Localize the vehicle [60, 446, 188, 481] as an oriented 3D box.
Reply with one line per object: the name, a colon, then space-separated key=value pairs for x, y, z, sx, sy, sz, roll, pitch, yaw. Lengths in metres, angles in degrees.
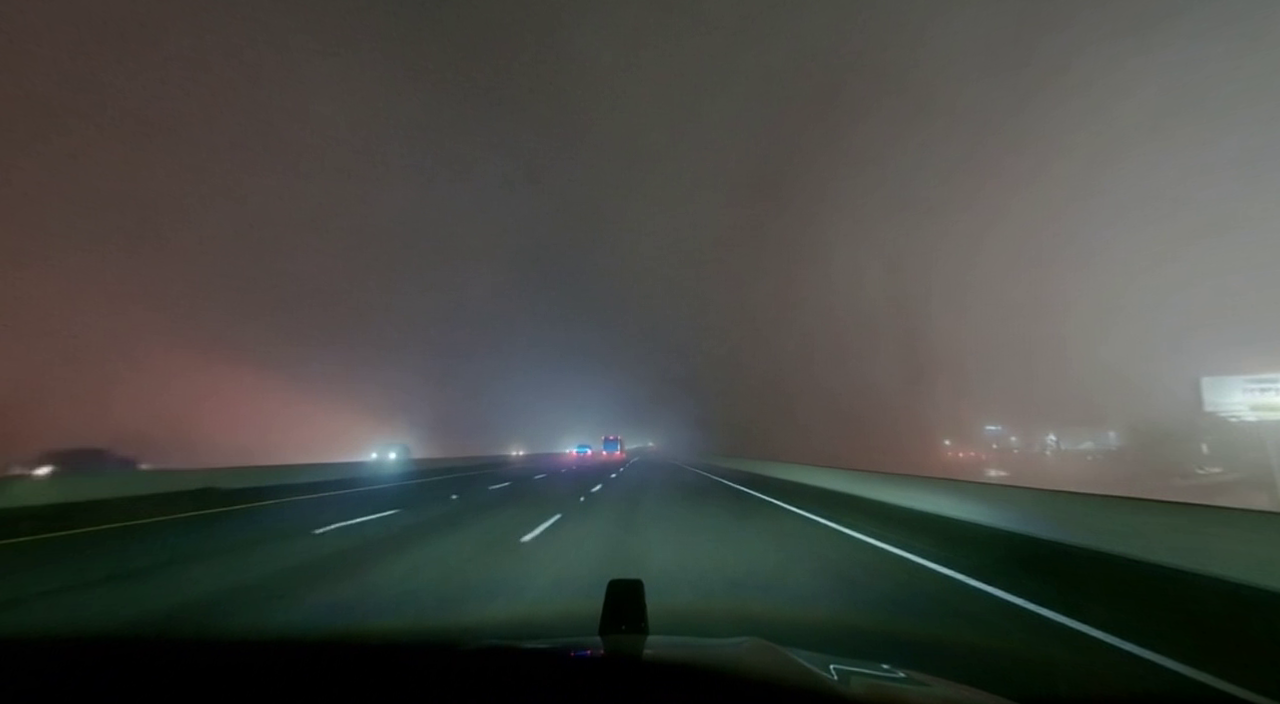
vehicle: x=-22.950 y=4.937 z=28.312 sx=1.811 sy=1.423 sz=4.503 roll=0 pitch=-8 yaw=2

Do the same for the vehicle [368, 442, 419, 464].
vehicle: x=-19.093 y=7.829 z=49.045 sx=1.918 sy=1.593 sz=4.638 roll=-1 pitch=-8 yaw=3
